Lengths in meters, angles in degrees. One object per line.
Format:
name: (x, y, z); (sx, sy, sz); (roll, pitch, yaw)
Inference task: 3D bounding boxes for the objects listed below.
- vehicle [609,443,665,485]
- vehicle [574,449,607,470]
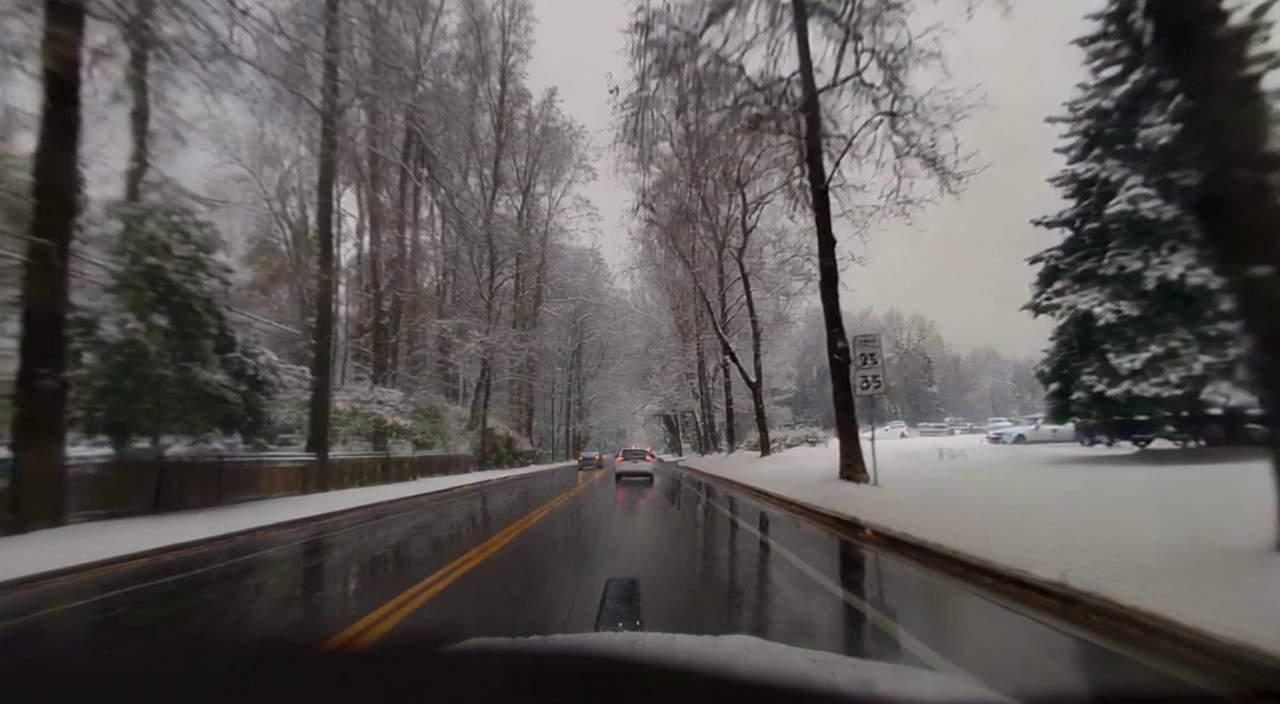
vehicle: (-0.110, 4.628, 26.322); (2.152, 1.574, 4.223); (0, -9, 0)
vehicle: (-3.658, 8.126, 47.811); (2.028, 1.464, 4.602); (-1, -9, 1)
